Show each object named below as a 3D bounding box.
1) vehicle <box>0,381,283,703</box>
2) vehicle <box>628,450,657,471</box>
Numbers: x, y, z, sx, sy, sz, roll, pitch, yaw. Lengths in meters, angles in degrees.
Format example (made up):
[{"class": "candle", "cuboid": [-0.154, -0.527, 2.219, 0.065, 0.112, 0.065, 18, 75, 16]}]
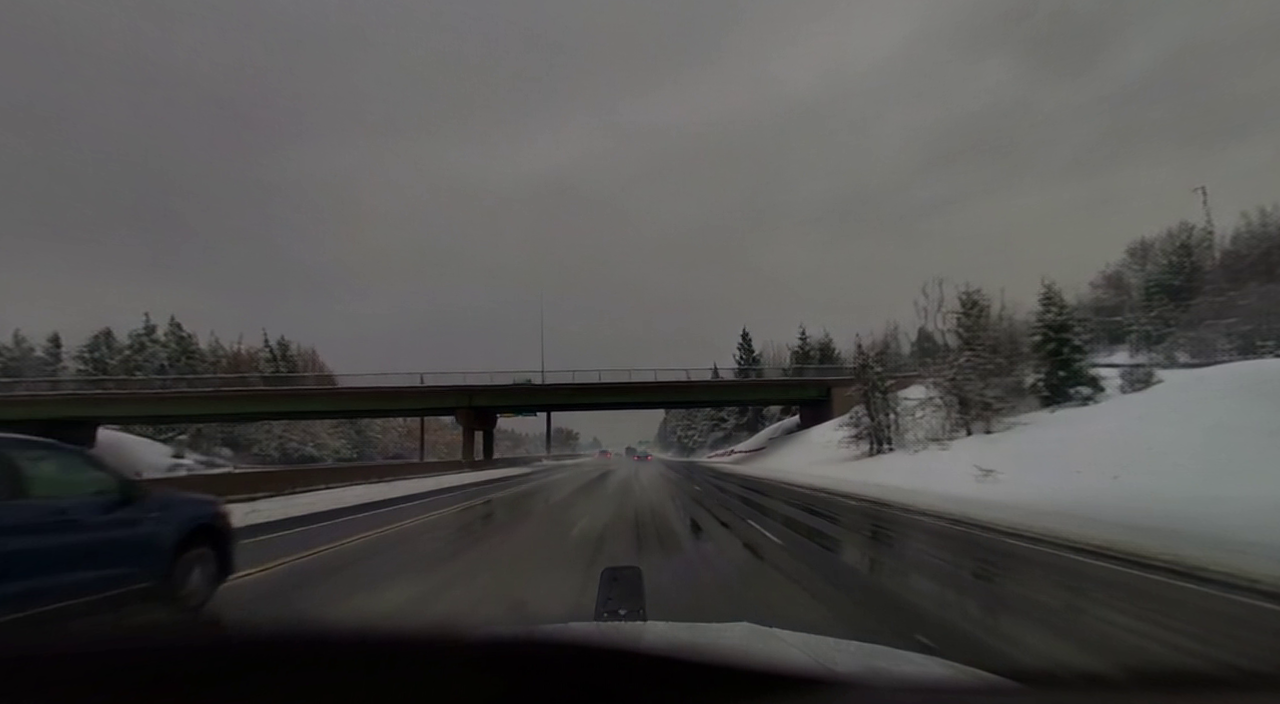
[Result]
[{"class": "vehicle", "cuboid": [-4.039, 0.992, 3.019, 2.055, 1.665, 4.373, 0, -9, 0]}, {"class": "vehicle", "cuboid": [0.149, 8.204, 47.899, 2.113, 1.537, 4.208, 0, -9, 0]}]
